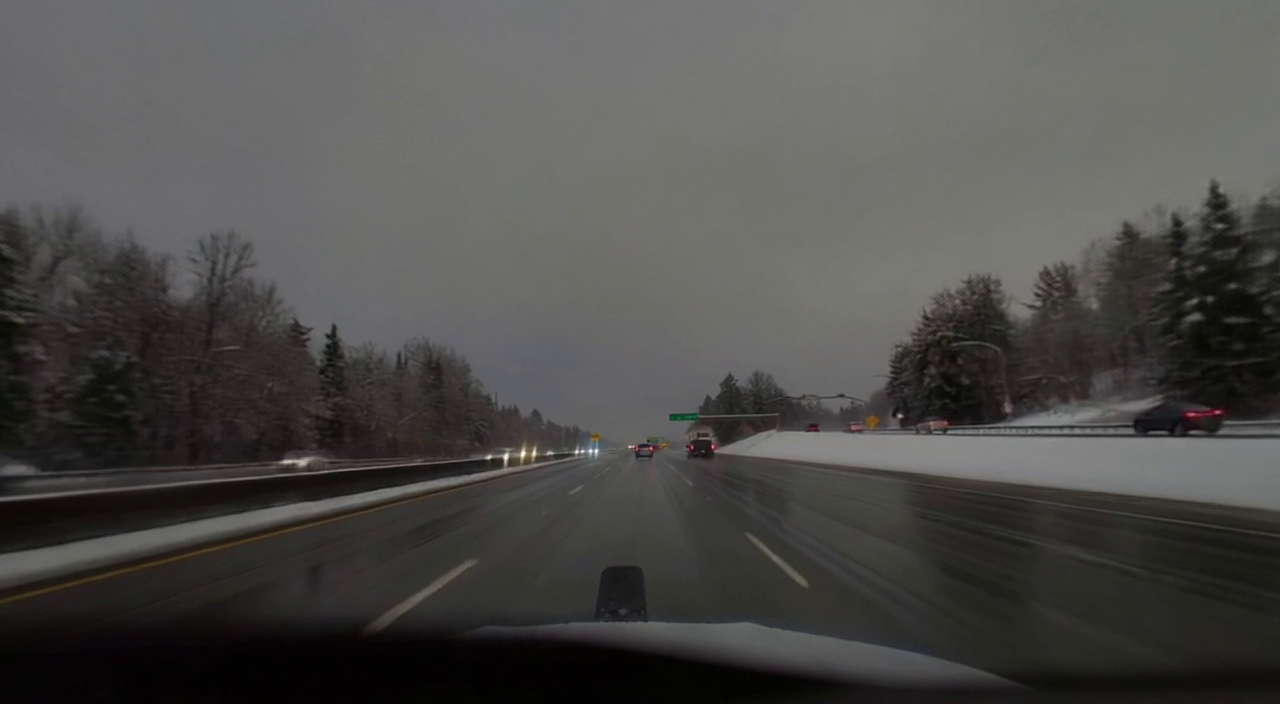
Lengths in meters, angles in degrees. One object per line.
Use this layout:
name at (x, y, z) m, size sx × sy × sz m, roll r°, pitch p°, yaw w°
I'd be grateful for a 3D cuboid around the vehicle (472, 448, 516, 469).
vehicle at (-10.698, 7.825, 46.539) m, size 1.954 × 1.477 × 4.834 m, roll 0°, pitch -8°, yaw 2°

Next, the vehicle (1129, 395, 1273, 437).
vehicle at (22.355, 2.654, 25.430) m, size 1.872 × 1.459 × 4.502 m, roll -1°, pitch -8°, yaw 4°

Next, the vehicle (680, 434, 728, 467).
vehicle at (4.122, 6.506, 41.883) m, size 2.505 × 2.020 × 5.532 m, roll 0°, pitch -8°, yaw -1°

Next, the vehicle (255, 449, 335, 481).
vehicle at (-19.146, 6.286, 35.250) m, size 1.962 × 1.620 × 4.332 m, roll 0°, pitch -8°, yaw 1°
